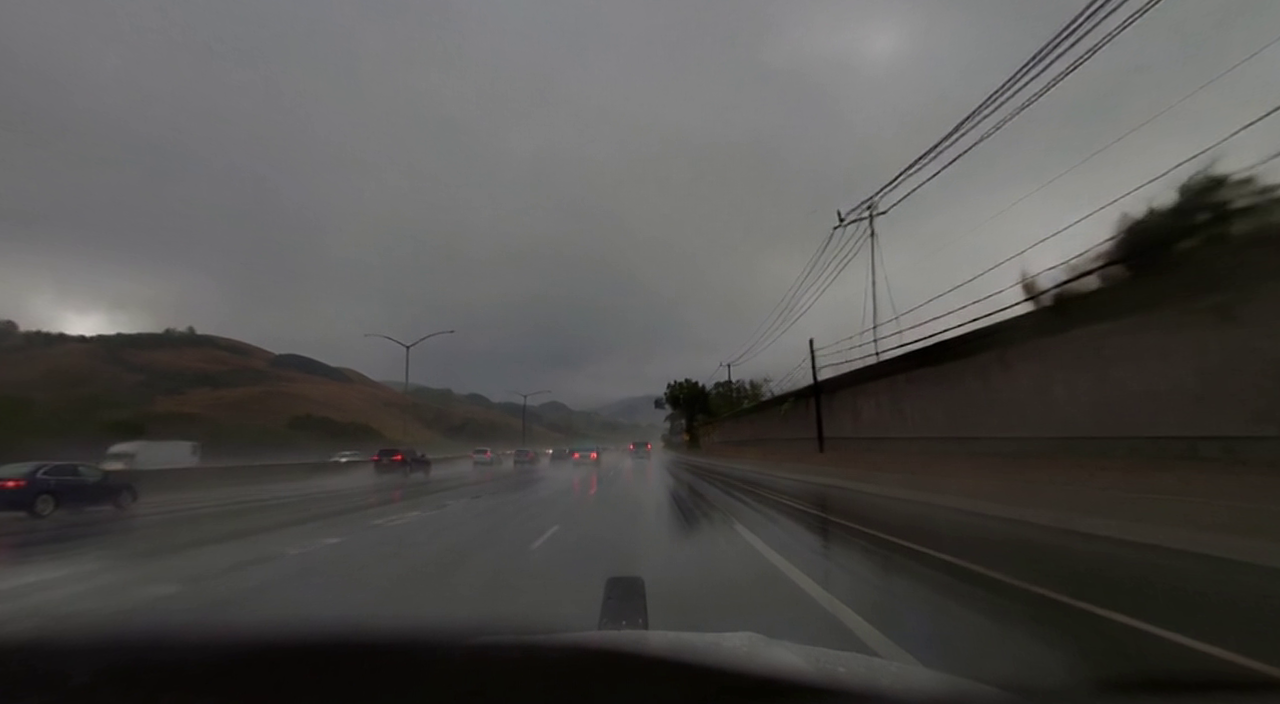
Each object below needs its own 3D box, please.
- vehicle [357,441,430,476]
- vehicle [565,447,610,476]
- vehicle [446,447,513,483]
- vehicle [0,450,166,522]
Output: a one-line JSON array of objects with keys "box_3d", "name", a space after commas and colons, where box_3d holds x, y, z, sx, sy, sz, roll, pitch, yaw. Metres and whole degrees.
[{"box_3d": [-14.394, 6.242, 37.216, 2.172, 1.946, 5.017, 0, -9, 1], "name": "vehicle"}, {"box_3d": [-2.758, 5.865, 34.154, 2.064, 1.446, 4.409, 0, -9, 0], "name": "vehicle"}, {"box_3d": [-7.202, 5.095, 28.784, 1.899, 1.472, 4.202, 0, -9, 1], "name": "vehicle"}, {"box_3d": [-14.237, 3.105, 15.123, 1.885, 1.474, 4.849, 0, -9, 1], "name": "vehicle"}]
